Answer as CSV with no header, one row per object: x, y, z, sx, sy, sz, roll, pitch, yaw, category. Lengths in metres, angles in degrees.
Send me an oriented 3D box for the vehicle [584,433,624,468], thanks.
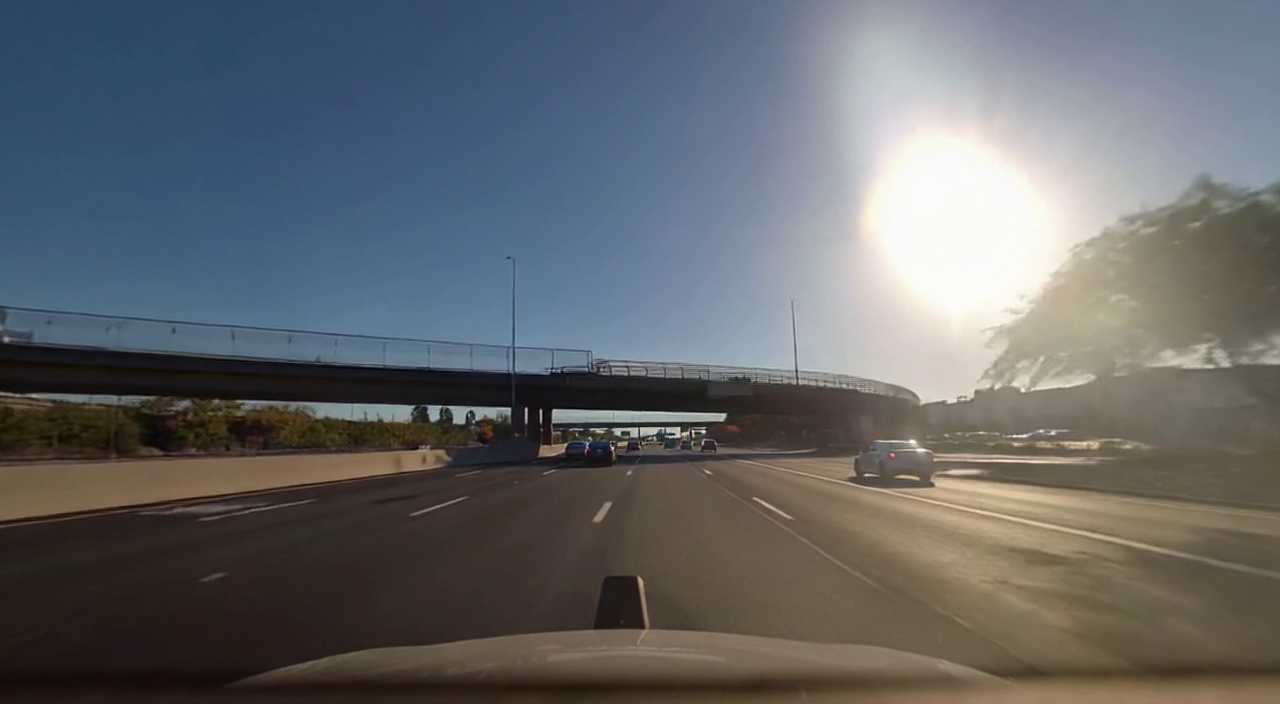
-1.952,5.566,35.746,1.893,1.827,4.513,0,-8,1,vehicle

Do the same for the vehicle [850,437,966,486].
8.647,3.557,20.896,1.900,1.432,4.519,0,-8,1,vehicle
